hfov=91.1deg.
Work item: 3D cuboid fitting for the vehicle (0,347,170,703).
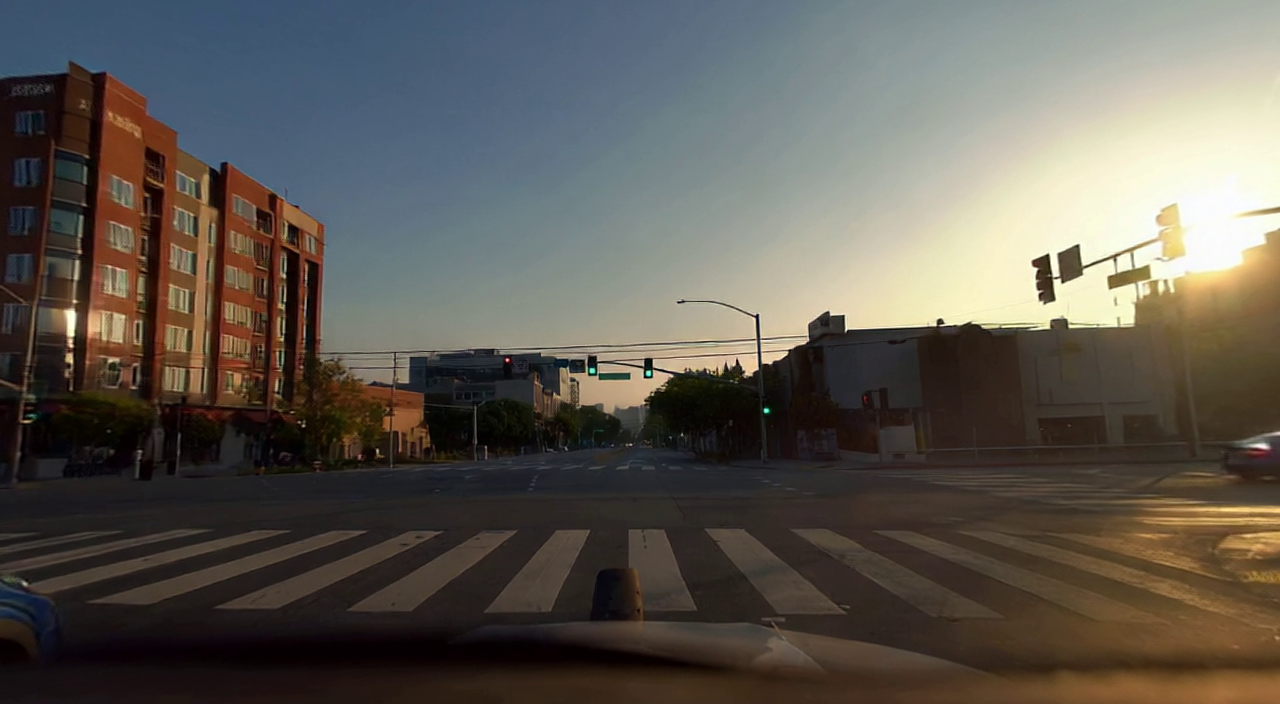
[{"bbox_3d":[-3.632,0.615,1.062,2.109,1.692,4.587,0,-8,0],"label":"vehicle"}]
